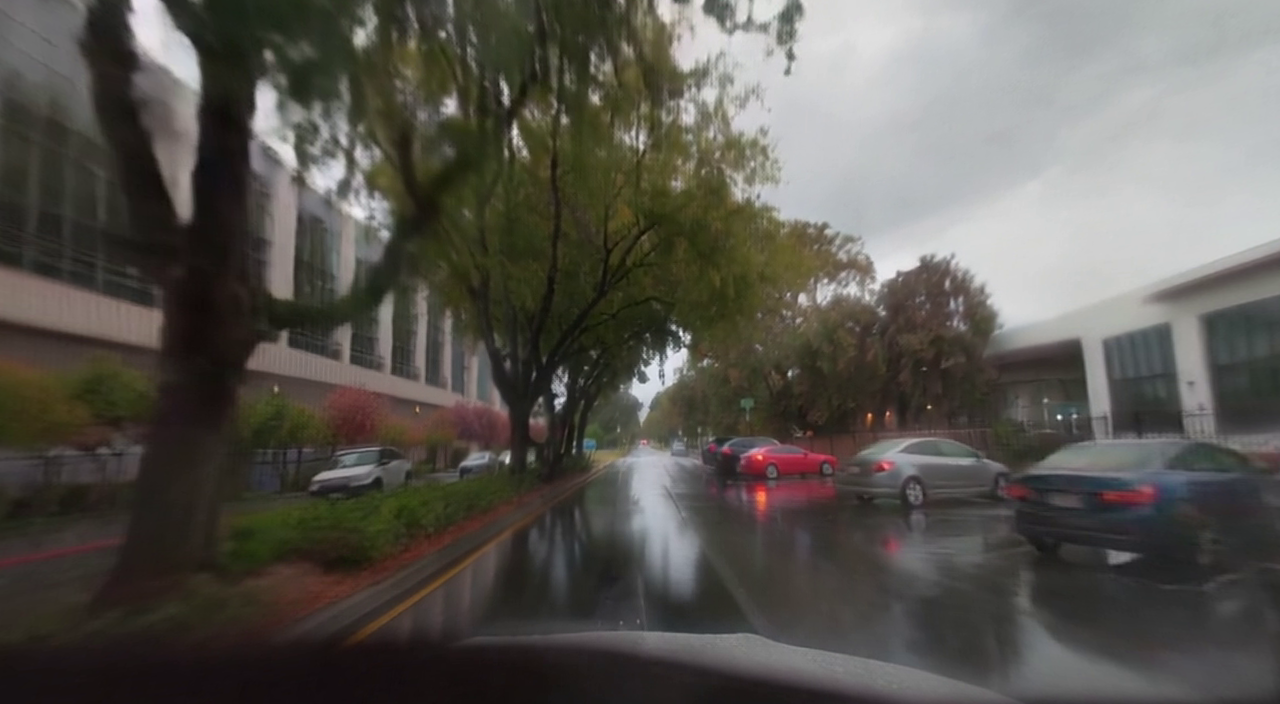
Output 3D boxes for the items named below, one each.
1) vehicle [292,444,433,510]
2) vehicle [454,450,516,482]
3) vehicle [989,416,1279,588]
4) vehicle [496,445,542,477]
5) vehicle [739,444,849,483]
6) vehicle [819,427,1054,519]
[{"bbox_3d":[-7.943,3.578,18.651,2.172,1.707,4.273,0,-8,0],"label":"vehicle"},{"bbox_3d":[-8.032,5.921,33.154,1.911,1.497,4.738,0,-8,2],"label":"vehicle"},{"bbox_3d":[7.072,1.748,8.163,4.846,1.645,2.008,4,-10,-27],"label":"vehicle"},{"bbox_3d":[-7.607,6.862,40.092,1.957,1.693,4.588,-2,-6,1],"label":"vehicle"},{"bbox_3d":[6.458,4.615,26.428,4.265,1.510,1.915,5,-10,-29],"label":"vehicle"},{"bbox_3d":[6.642,2.623,14.148,4.858,1.758,2.021,4,-9,-25],"label":"vehicle"}]
